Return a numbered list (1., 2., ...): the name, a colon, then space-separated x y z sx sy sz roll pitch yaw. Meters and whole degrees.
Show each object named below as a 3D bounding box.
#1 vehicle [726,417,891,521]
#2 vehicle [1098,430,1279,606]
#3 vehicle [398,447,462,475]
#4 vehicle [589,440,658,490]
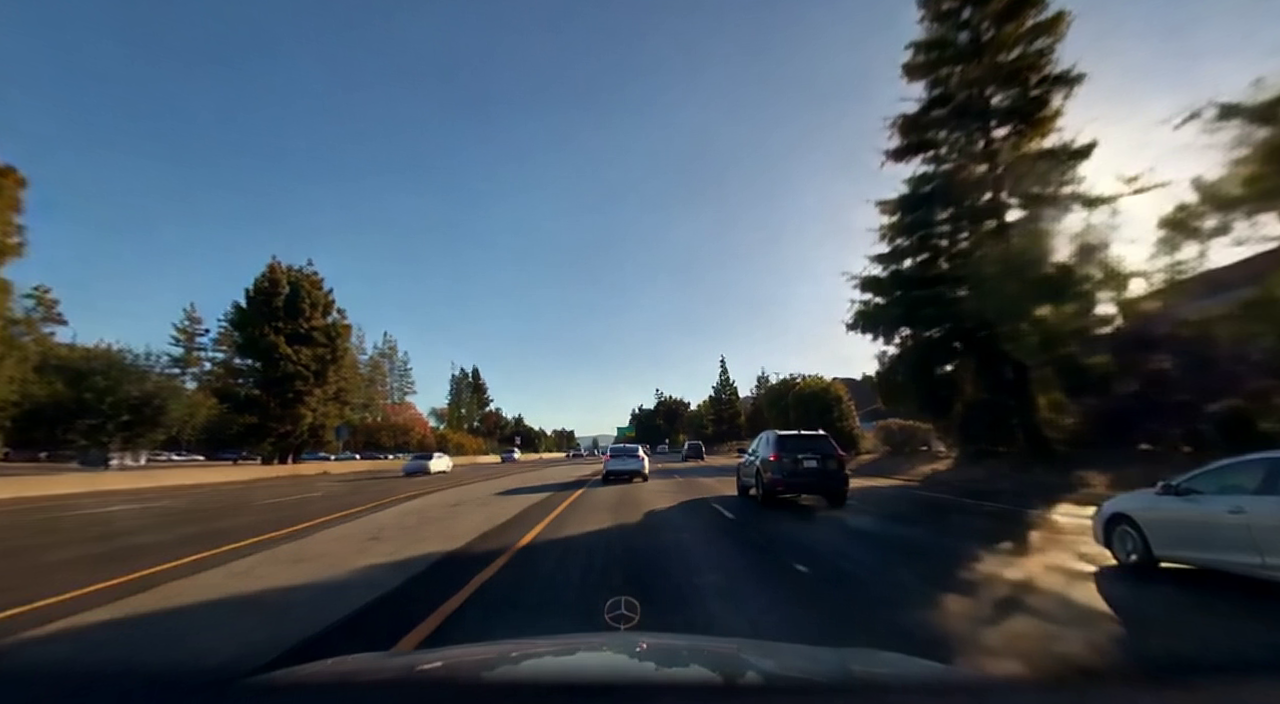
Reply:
1. vehicle: 3.322 2.421 13.589 2.186 1.842 4.553 0 -9 -1
2. vehicle: 6.601 1.339 4.951 2.434 1.467 4.726 0 -8 -1
3. vehicle: -11.486 5.972 34.911 2.022 1.447 4.427 0 -8 0
4. vehicle: -0.502 3.640 20.689 2.040 1.451 3.736 0 -9 0
